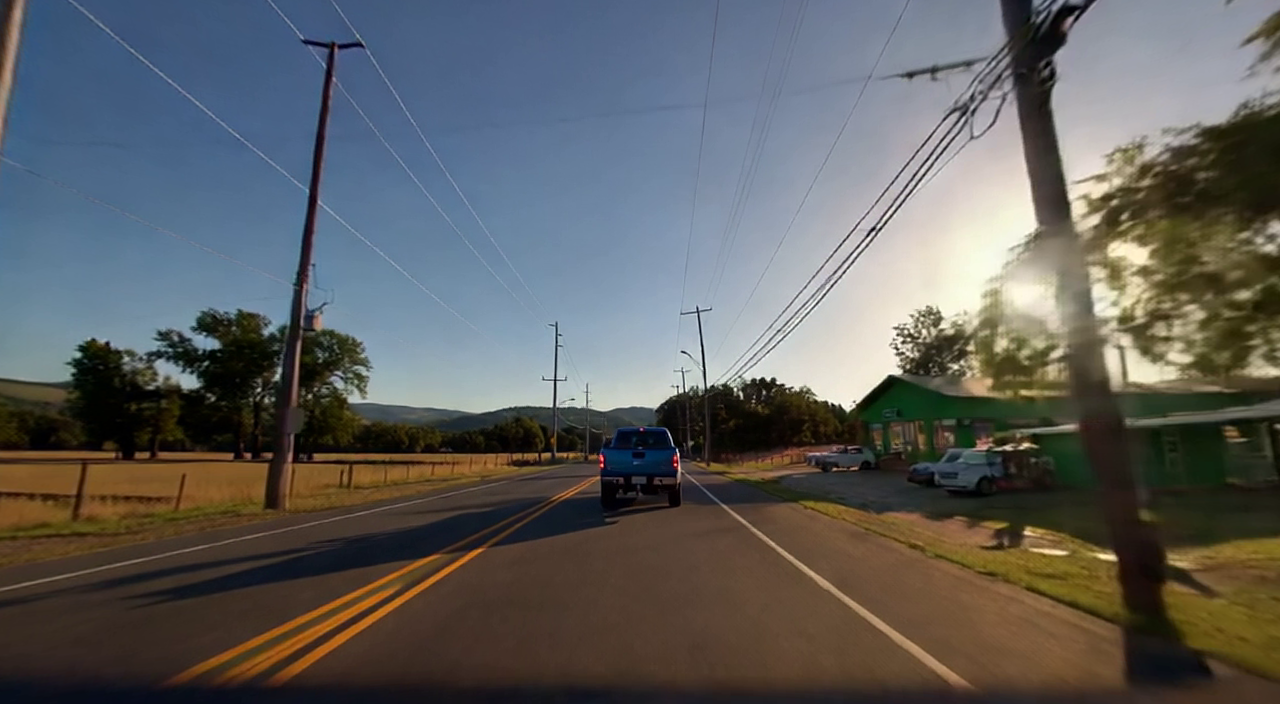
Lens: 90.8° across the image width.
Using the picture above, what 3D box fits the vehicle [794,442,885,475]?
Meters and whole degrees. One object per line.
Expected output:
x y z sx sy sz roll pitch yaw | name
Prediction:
11.604 6.105 36.588 5.304 1.754 2.340 6 -11 -37 | vehicle

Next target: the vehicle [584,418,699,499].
0.086 3.262 19.828 2.921 2.031 7.416 0 -8 1 | vehicle

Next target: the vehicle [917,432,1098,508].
11.505 3.573 19.672 5.776 1.936 2.535 6 -8 -33 | vehicle
